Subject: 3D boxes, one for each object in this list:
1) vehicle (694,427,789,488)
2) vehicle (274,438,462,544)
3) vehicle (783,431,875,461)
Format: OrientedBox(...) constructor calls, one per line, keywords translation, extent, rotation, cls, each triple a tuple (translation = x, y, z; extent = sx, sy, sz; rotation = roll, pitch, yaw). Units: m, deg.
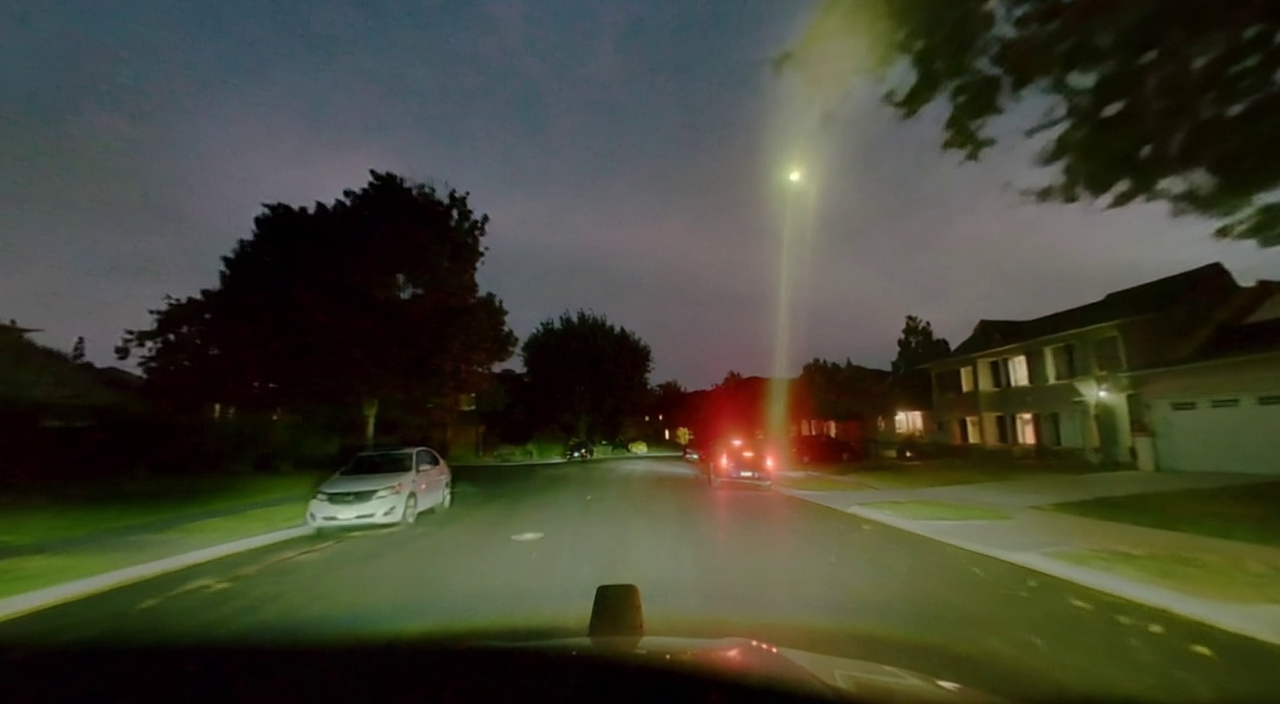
OrientedBox(translation=(3.244, 3.517, 21.365), extent=(2.228, 1.813, 4.901), rotation=(0, -8, -2), cls="vehicle")
OrientedBox(translation=(-4.817, 2.439, 12.040), extent=(1.981, 1.463, 4.631), rotation=(0, -7, -6), cls="vehicle")
OrientedBox(translation=(11.185, 5.588, 37.608), extent=(4.781, 1.700, 1.914), rotation=(1, -8, -4), cls="vehicle")
